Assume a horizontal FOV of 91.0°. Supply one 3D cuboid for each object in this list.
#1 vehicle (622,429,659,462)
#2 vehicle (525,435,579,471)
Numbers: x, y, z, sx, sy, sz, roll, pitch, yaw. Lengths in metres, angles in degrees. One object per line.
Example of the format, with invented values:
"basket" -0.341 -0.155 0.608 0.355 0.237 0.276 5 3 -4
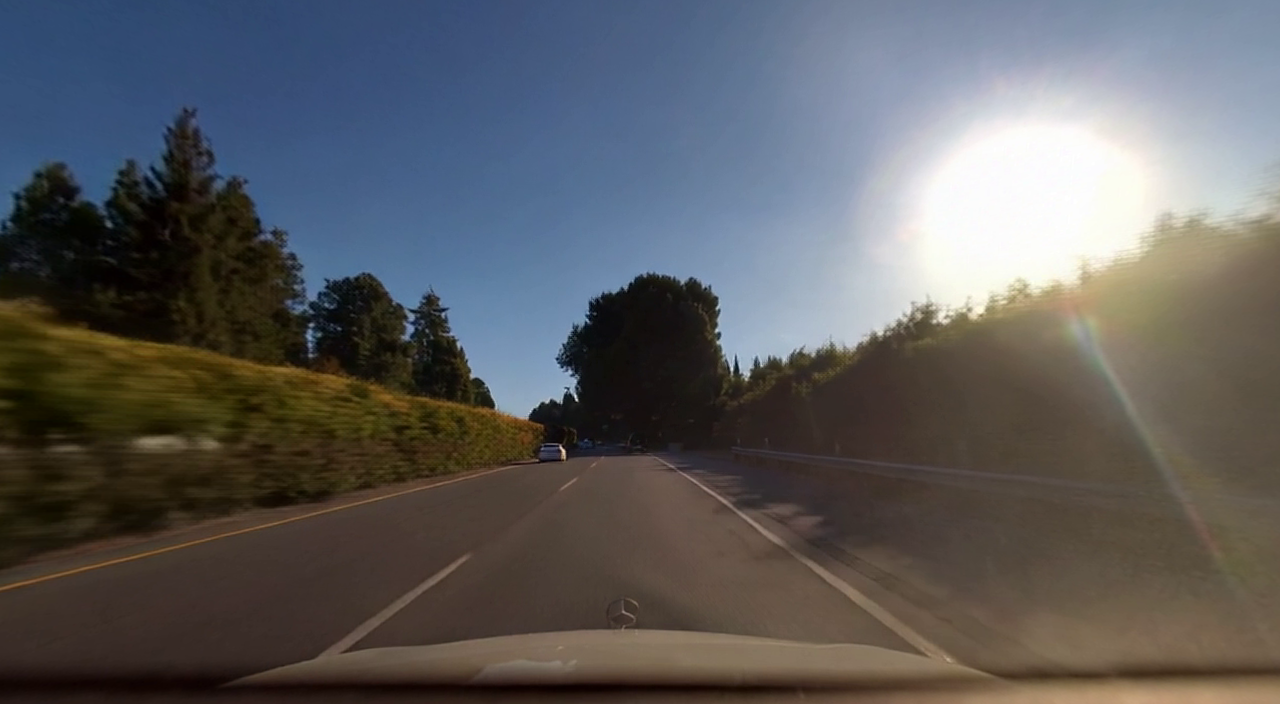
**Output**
"vehicle" -0.056 6.011 40.654 2.223 1.957 4.416 0 -8 -2
"vehicle" -4.175 4.832 30.376 2.062 1.567 4.117 0 -8 -1
